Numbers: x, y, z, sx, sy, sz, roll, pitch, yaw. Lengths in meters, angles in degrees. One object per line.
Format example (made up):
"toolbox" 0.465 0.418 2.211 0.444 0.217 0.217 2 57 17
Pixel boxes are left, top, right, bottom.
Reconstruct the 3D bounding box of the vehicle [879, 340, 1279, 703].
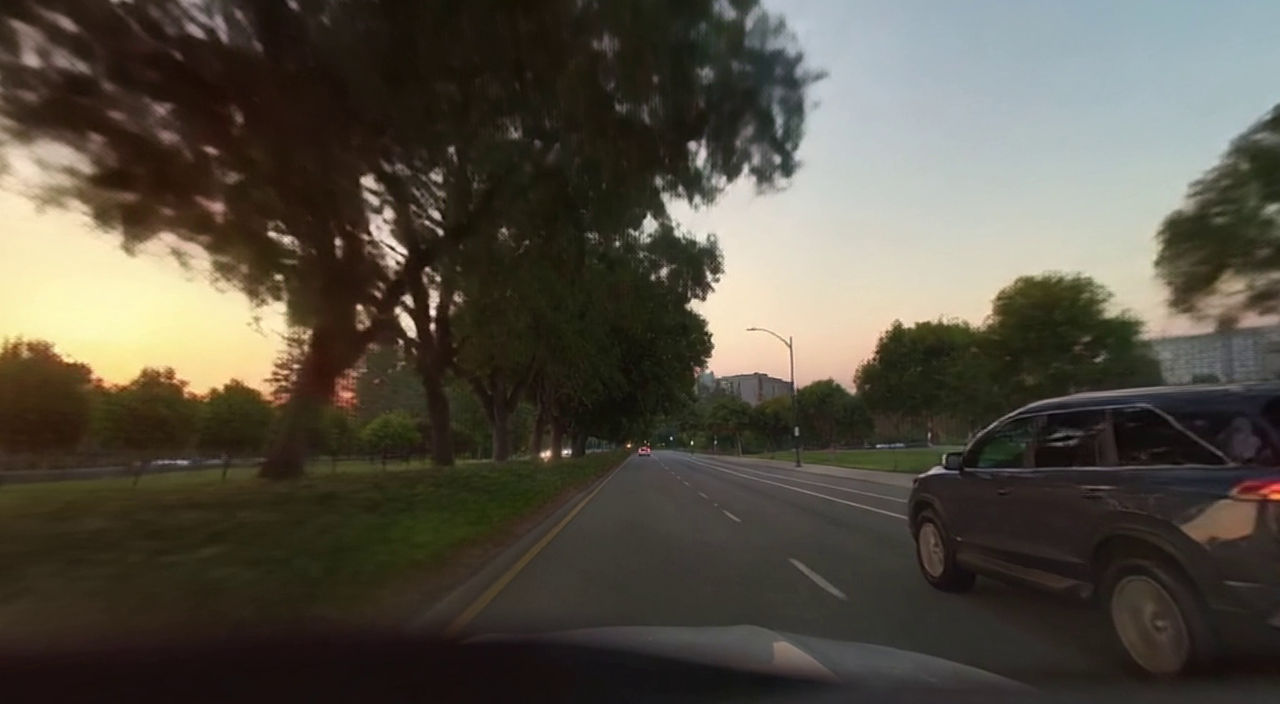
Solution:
"vehicle" 3.632 1.081 4.171 2.087 1.759 5.040 0 -8 0
